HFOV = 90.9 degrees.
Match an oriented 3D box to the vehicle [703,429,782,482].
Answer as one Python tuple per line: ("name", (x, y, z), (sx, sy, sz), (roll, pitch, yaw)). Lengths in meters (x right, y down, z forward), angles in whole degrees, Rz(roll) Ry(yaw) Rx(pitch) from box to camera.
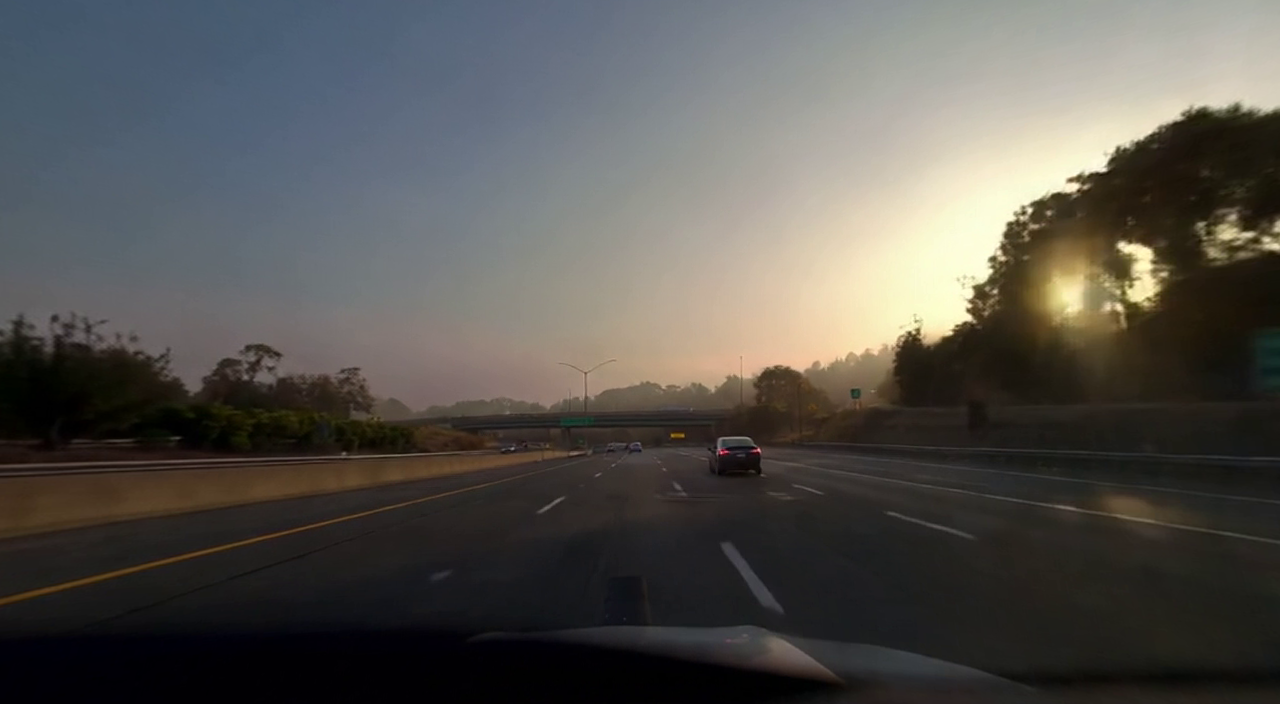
("vehicle", (3.557, 3.722, 22.894), (2.039, 1.701, 4.834), (0, -9, 0))
